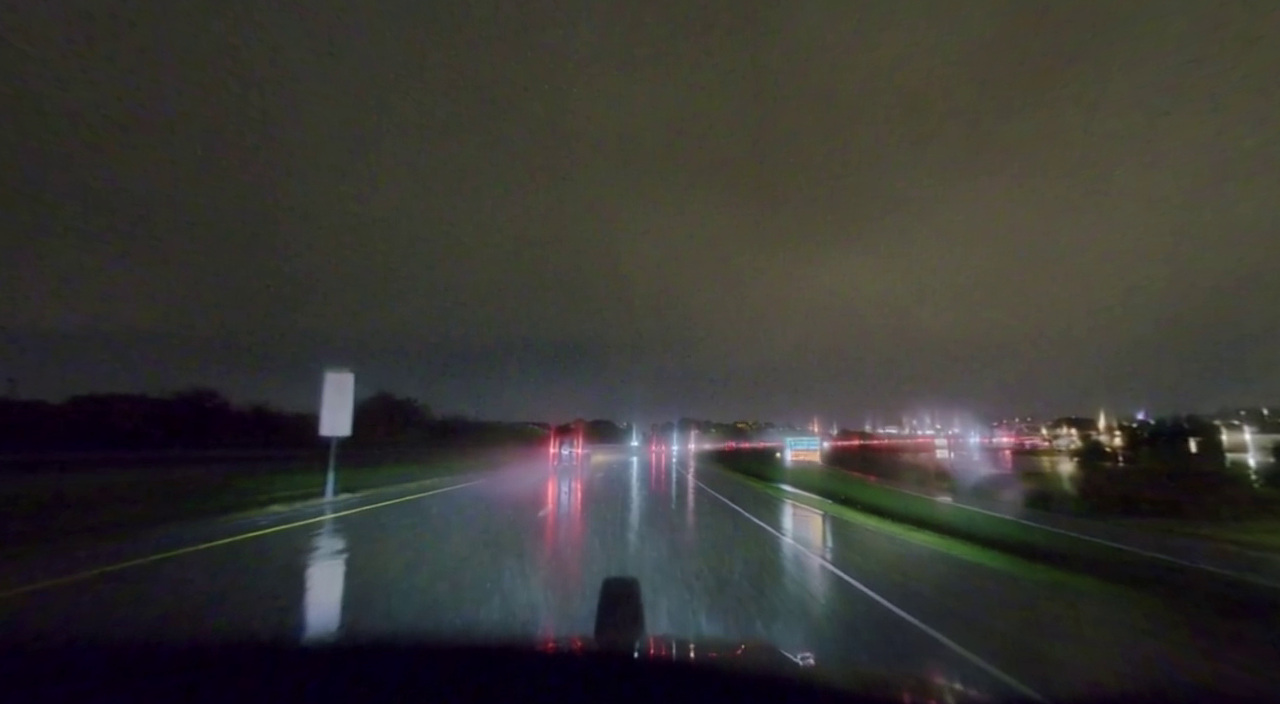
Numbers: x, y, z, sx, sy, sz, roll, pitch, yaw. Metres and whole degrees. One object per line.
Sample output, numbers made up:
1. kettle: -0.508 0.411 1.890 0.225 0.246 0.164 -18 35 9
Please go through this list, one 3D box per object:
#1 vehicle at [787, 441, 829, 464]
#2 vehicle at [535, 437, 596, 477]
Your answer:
1. vehicle: 12.213 7.318 45.896 1.831 1.574 3.868 0 -8 -2
2. vehicle: -3.468 5.037 30.462 2.193 1.771 4.757 0 -9 2
